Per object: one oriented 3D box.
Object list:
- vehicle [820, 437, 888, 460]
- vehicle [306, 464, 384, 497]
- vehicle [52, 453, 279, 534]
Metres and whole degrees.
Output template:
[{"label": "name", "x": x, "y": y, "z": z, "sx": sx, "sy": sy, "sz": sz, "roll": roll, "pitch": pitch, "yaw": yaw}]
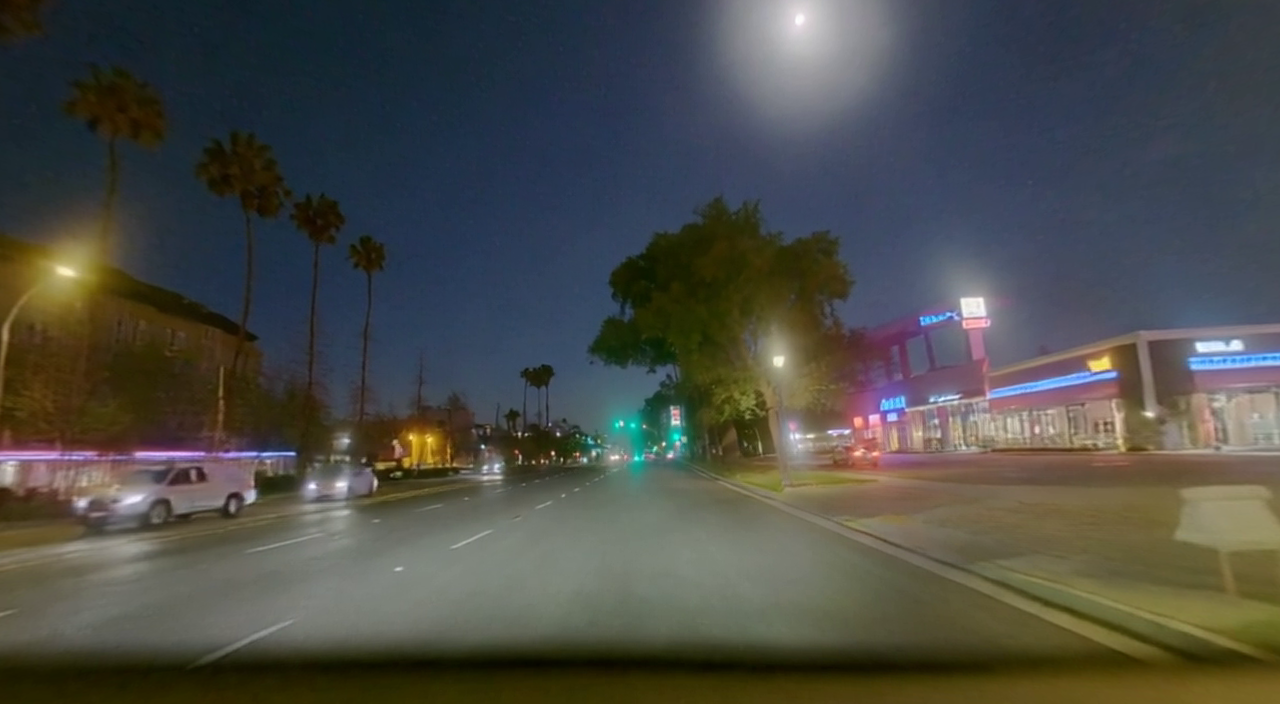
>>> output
[{"label": "vehicle", "x": 16.746, "y": 7.580, "z": 49.572, "sx": 4.577, "sy": 1.750, "sz": 2.115, "roll": 1, "pitch": -9, "yaw": -6}, {"label": "vehicle", "x": -15.637, "y": 6.817, "z": 33.819, "sx": 1.940, "sy": 1.492, "sz": 4.495, "roll": 0, "pitch": -9, "yaw": 1}, {"label": "vehicle", "x": -12.495, "y": 3.691, "z": 17.235, "sx": 2.306, "sy": 1.807, "sz": 4.927, "roll": 0, "pitch": -9, "yaw": 1}]
